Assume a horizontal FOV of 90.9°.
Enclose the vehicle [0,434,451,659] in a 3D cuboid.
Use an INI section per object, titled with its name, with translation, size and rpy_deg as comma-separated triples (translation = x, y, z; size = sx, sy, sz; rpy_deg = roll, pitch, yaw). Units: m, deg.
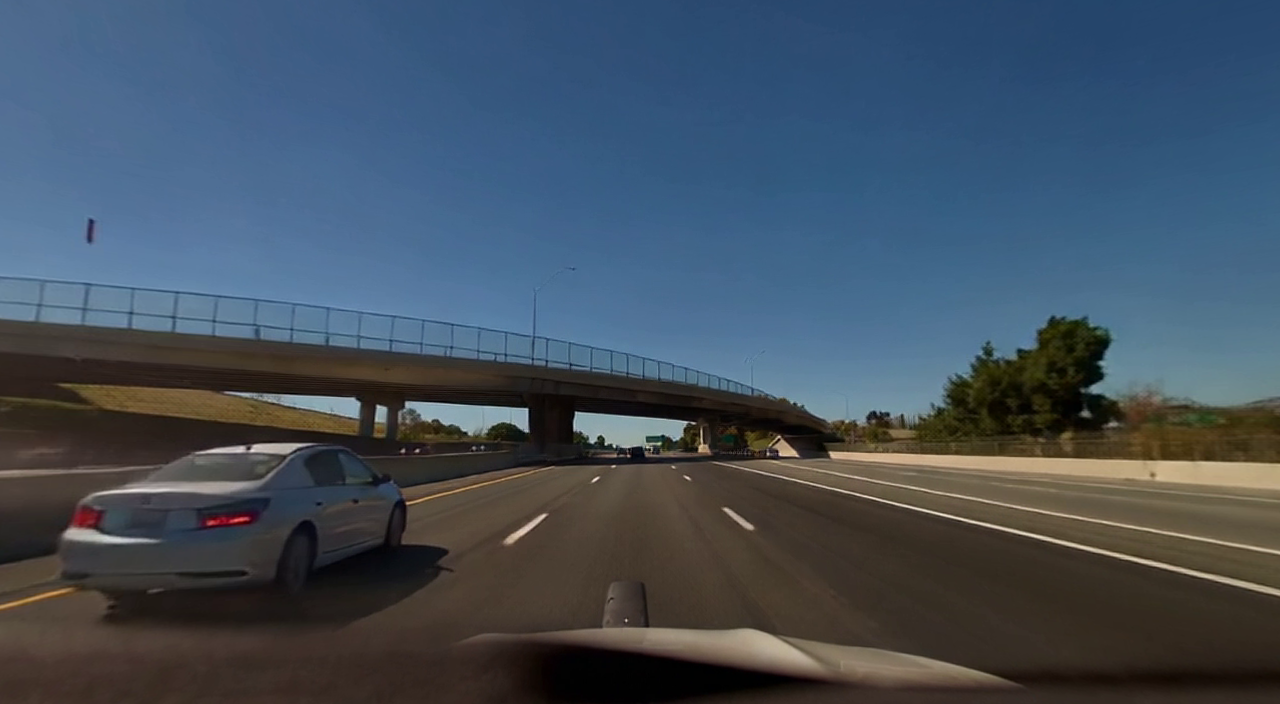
[vehicle]
translation = -3.558, 1.614, 6.306
size = 1.968, 1.504, 3.892
rpy_deg = 0, -8, 3
